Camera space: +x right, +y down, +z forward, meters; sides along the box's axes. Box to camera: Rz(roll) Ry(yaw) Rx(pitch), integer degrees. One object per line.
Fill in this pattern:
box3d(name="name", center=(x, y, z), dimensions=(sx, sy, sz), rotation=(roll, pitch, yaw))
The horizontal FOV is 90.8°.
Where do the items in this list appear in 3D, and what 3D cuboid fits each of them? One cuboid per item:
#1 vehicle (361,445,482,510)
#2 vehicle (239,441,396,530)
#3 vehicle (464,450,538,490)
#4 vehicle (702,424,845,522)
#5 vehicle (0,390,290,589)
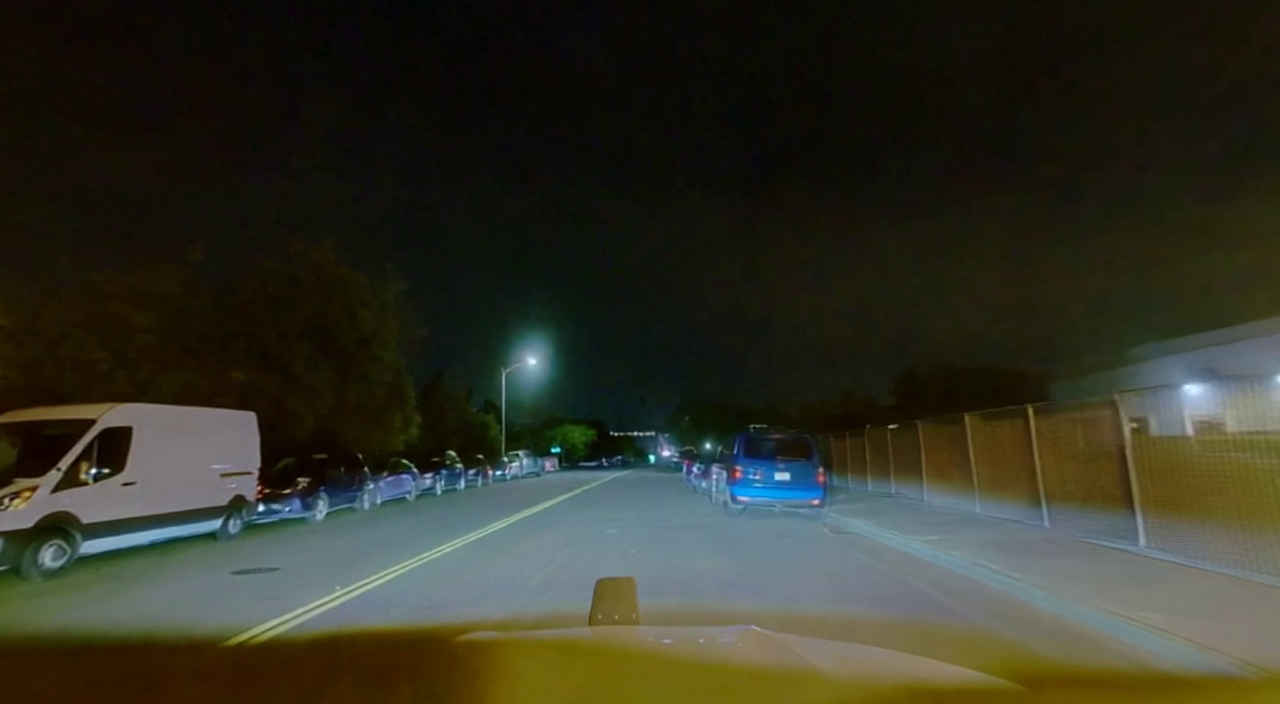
box3d(name="vehicle", center=(-7.652, 4.404, 22.909), dimensions=(2.304, 1.937, 5.720), rotation=(-2, -8, 1))
box3d(name="vehicle", center=(-7.992, 3.280, 16.163), dimensions=(1.857, 1.908, 4.081), rotation=(-2, -8, 0))
box3d(name="vehicle", center=(-7.336, 6.260, 34.063), dimensions=(2.504, 1.919, 5.658), rotation=(0, -8, 2))
box3d(name="vehicle", center=(3.057, 2.942, 16.078), dimensions=(2.327, 2.021, 5.850), rotation=(0, -8, 0))
box3d(name="vehicle", center=(-8.138, 2.040, 10.046), dimensions=(2.435, 2.308, 4.937), rotation=(-4, -8, -1))
